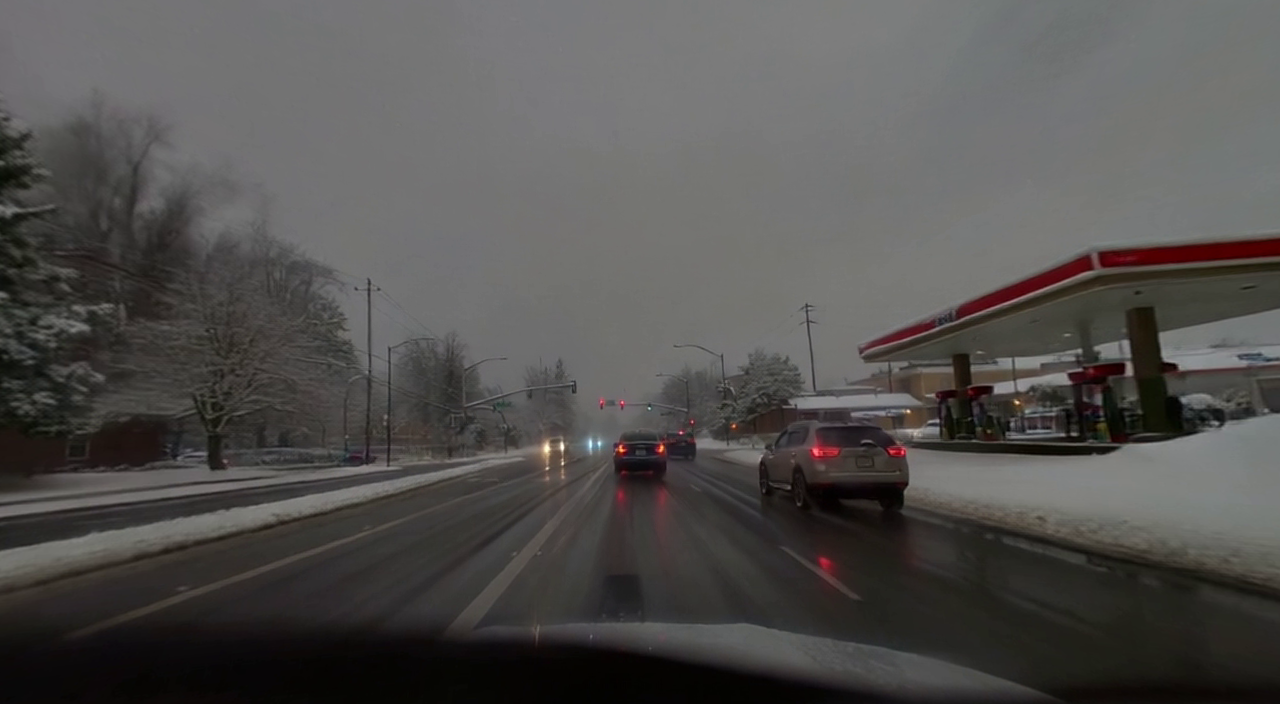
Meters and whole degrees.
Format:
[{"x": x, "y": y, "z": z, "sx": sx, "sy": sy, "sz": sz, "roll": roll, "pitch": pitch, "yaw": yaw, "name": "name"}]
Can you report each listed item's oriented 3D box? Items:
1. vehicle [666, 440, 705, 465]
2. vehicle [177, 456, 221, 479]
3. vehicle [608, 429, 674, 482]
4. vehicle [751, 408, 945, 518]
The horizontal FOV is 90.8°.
[{"x": 2.577, "y": 5.803, "z": 36.634, "sx": 1.822, "sy": 1.331, "sz": 3.583, "roll": 0, "pitch": -8, "yaw": -2, "name": "vehicle"}, {"x": -30.746, "y": 8.002, "z": 43.981, "sx": 1.948, "sy": 1.452, "sz": 4.370, "roll": 7, "pitch": -11, "yaw": -40, "name": "vehicle"}, {"x": -0.041, "y": 3.684, "z": 22.804, "sx": 2.164, "sy": 1.718, "sz": 3.881, "roll": 0, "pitch": -8, "yaw": -2, "name": "vehicle"}, {"x": 3.863, "y": 2.189, "z": 12.926, "sx": 2.116, "sy": 1.791, "sz": 5.006, "roll": 0, "pitch": -8, "yaw": -2, "name": "vehicle"}]
